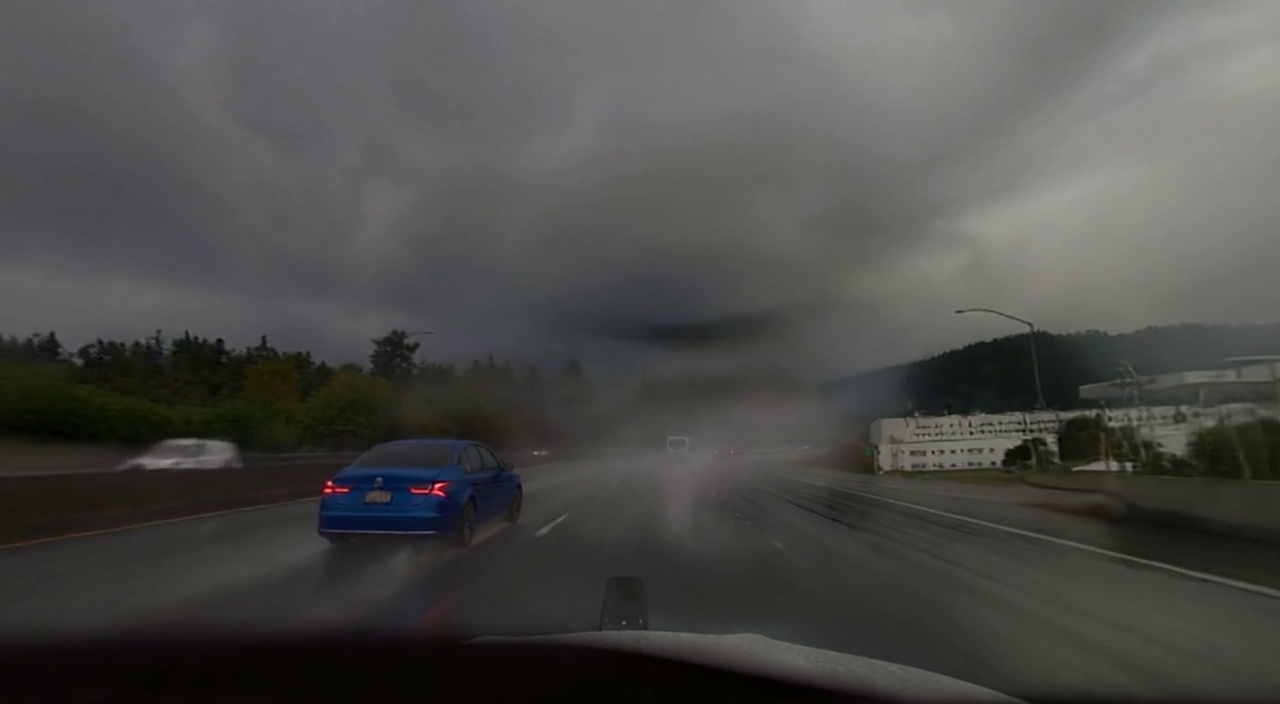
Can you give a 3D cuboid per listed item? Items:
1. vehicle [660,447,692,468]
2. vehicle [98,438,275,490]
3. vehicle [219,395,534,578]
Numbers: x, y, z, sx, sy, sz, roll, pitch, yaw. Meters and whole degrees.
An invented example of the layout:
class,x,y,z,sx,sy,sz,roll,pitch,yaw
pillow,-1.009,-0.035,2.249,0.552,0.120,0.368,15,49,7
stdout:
class,x,y,z,sx,sy,sz,roll,pitch,yaw
vehicle,2.542,7.444,44.658,2.158,1.458,3.656,0,-9,3
vehicle,-16.628,4.138,23.656,2.275,1.685,5.624,0,-9,2
vehicle,-3.064,1.718,8.834,2.185,1.823,4.854,0,-9,1
